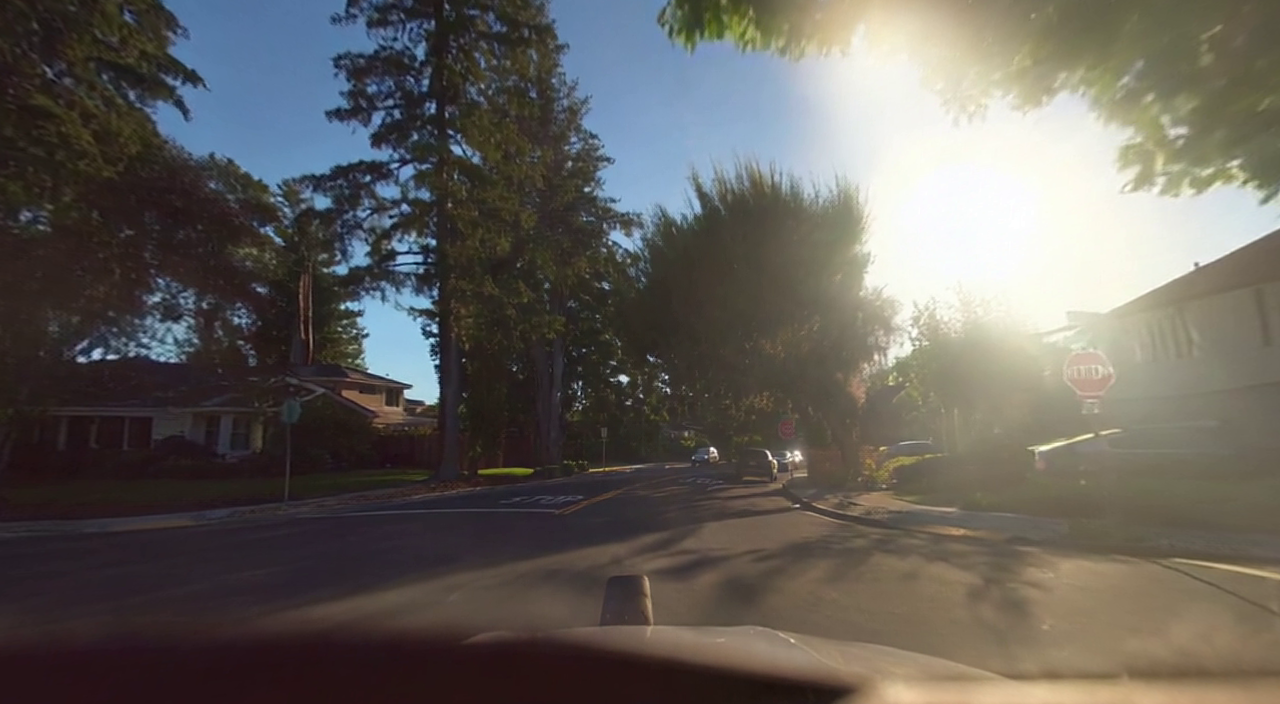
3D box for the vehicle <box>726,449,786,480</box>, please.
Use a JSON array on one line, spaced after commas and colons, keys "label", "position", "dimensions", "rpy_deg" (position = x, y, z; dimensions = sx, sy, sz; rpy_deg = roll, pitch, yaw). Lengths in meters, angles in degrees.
[{"label": "vehicle", "position": [6.979, 6.641, 37.483], "dimensions": [2.692, 1.649, 4.689], "rpy_deg": [-3, -9, 20]}]
